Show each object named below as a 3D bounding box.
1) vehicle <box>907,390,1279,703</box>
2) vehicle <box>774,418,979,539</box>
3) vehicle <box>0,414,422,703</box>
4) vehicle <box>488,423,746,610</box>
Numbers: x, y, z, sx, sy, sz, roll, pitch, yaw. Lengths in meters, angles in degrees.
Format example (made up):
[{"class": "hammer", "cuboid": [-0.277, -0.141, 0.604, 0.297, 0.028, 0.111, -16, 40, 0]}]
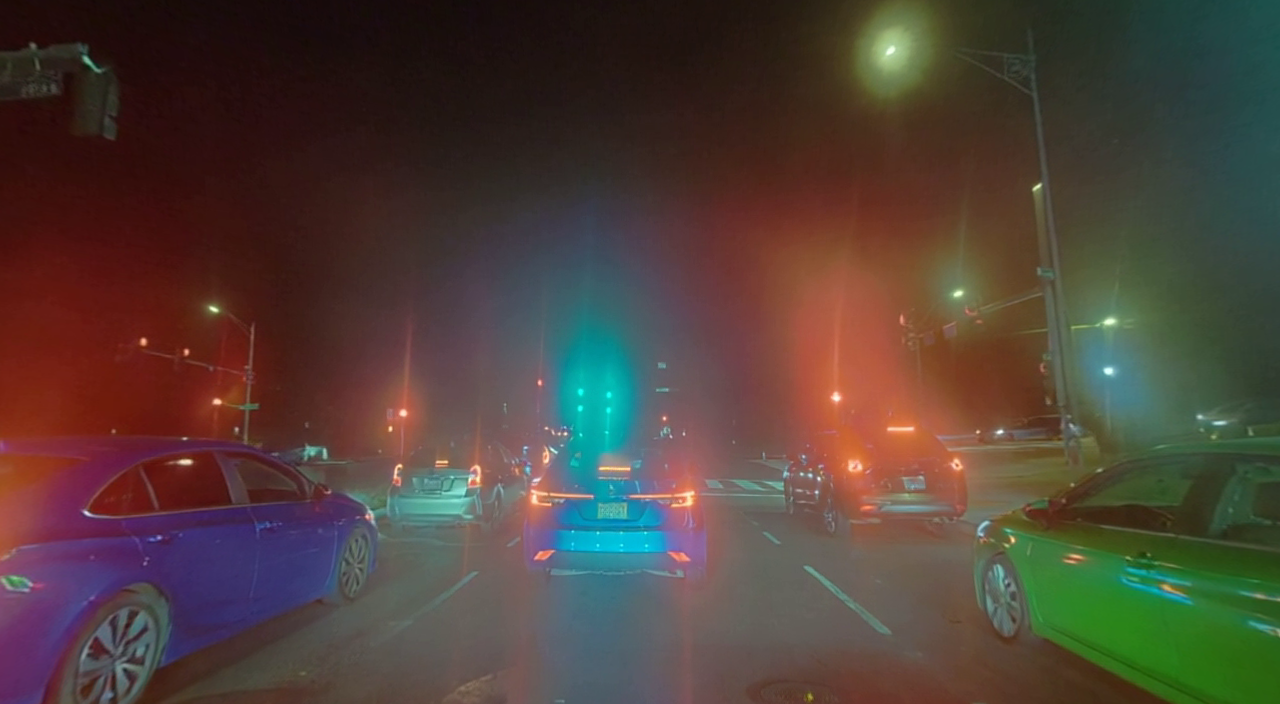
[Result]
[{"class": "vehicle", "cuboid": [3.412, 1.067, 3.495, 1.981, 1.499, 4.536, -1, -8, 2]}, {"class": "vehicle", "cuboid": [3.779, 2.096, 11.023, 2.007, 1.683, 4.171, 0, -8, 1]}, {"class": "vehicle", "cuboid": [-3.408, 1.298, 4.710, 1.980, 1.454, 4.226, 0, -8, 1]}, {"class": "vehicle", "cuboid": [-0.174, 1.616, 7.114, 2.059, 1.477, 3.988, 0, -8, 0]}]
